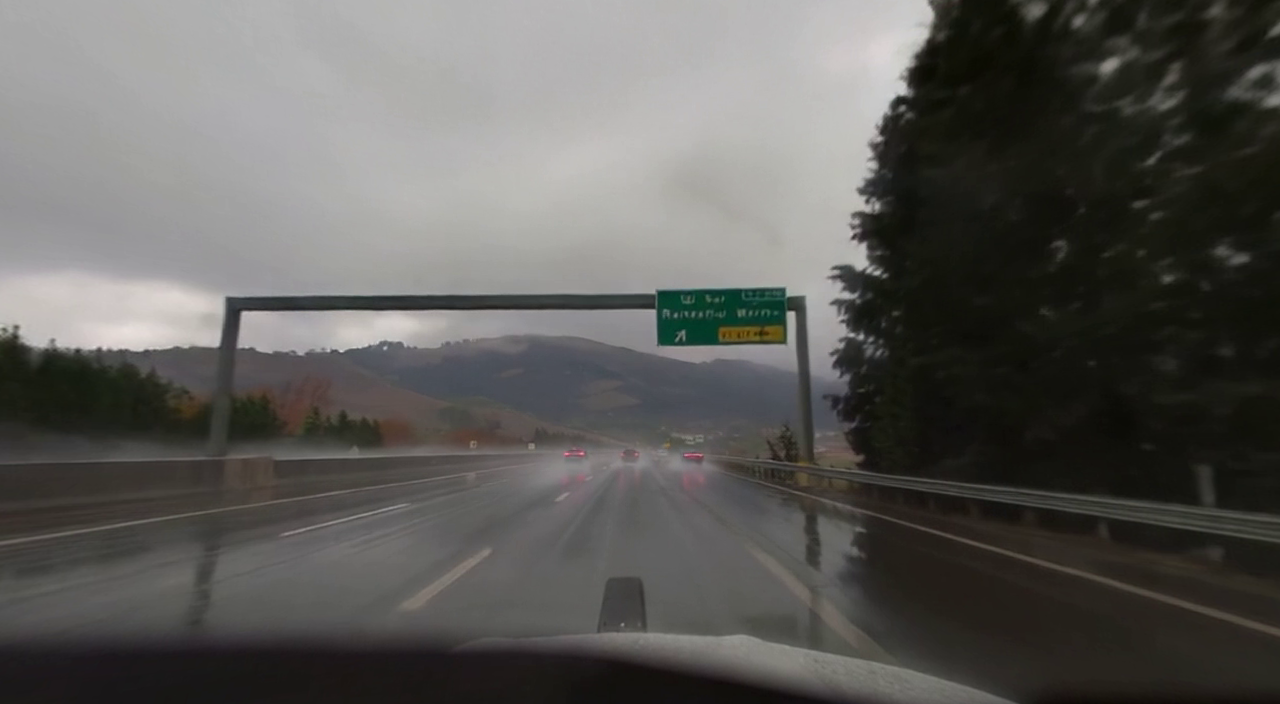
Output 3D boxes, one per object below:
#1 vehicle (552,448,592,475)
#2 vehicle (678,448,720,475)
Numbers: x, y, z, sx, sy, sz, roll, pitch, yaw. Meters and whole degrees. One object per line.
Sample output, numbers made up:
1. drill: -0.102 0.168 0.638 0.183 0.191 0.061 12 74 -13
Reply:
1. vehicle: -3.981 6.474 37.433 1.955 1.468 3.637 0 -9 0
2. vehicle: 3.440 6.511 37.650 2.019 1.475 4.301 0 -9 -1
